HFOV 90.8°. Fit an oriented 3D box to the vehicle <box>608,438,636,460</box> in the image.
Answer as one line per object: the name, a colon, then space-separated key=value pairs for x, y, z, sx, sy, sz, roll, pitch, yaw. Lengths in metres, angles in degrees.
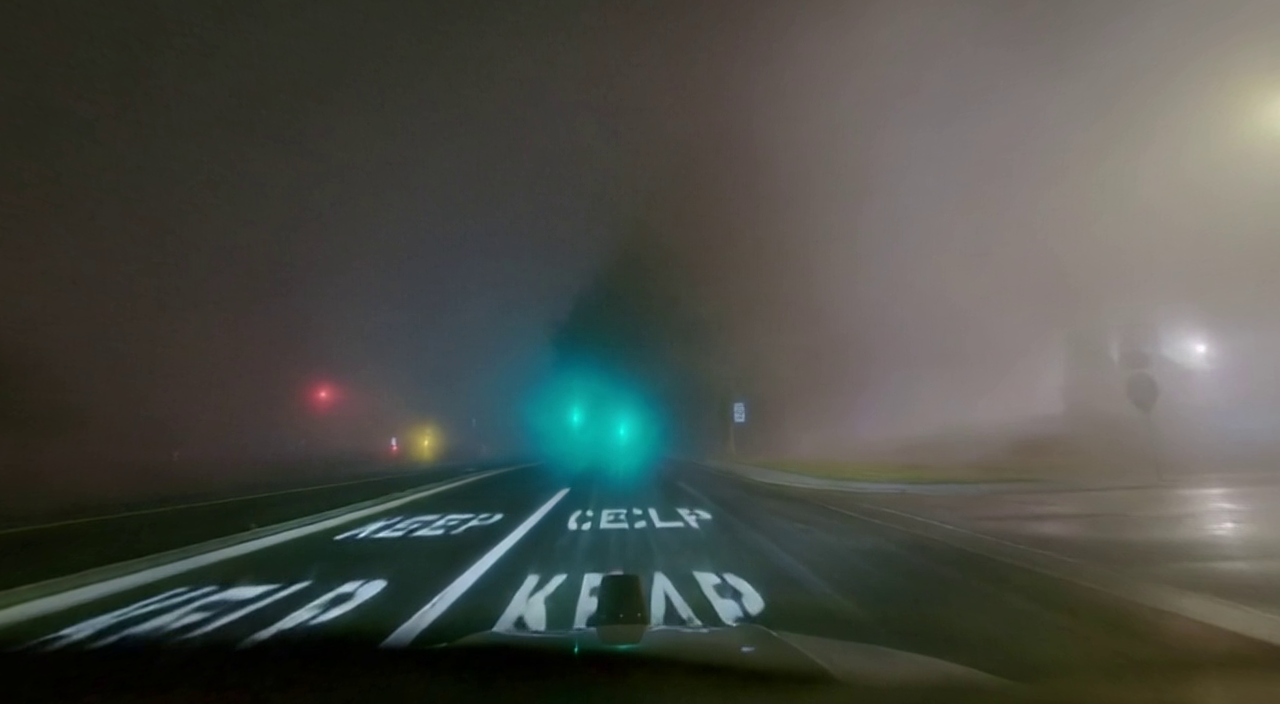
vehicle: x=-1.366 y=7.509 z=48.886 sx=2.045 sy=1.613 sz=4.210 roll=0 pitch=-8 yaw=-1
